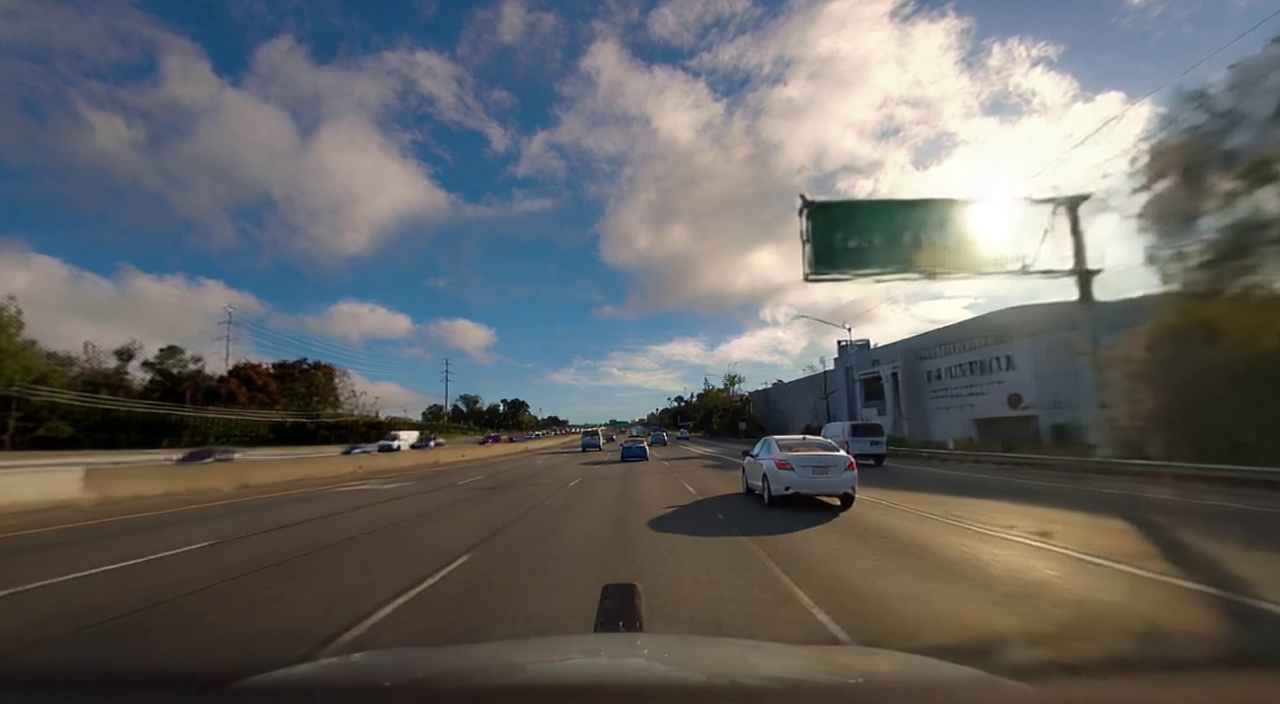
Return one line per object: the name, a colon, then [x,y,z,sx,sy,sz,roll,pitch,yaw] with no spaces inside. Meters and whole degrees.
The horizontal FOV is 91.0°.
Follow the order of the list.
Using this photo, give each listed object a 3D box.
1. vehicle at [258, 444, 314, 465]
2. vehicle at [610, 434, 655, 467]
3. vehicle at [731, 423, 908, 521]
vehicle: [-27.813,8.051,49.602,1.850,1.572,4.418,0,-8,0]
vehicle: [-0.374,4.729,30.299,2.019,1.472,3.971,0,-8,-1]
vehicle: [3.186,2.232,12.308,1.995,1.533,4.463,0,-8,-2]
